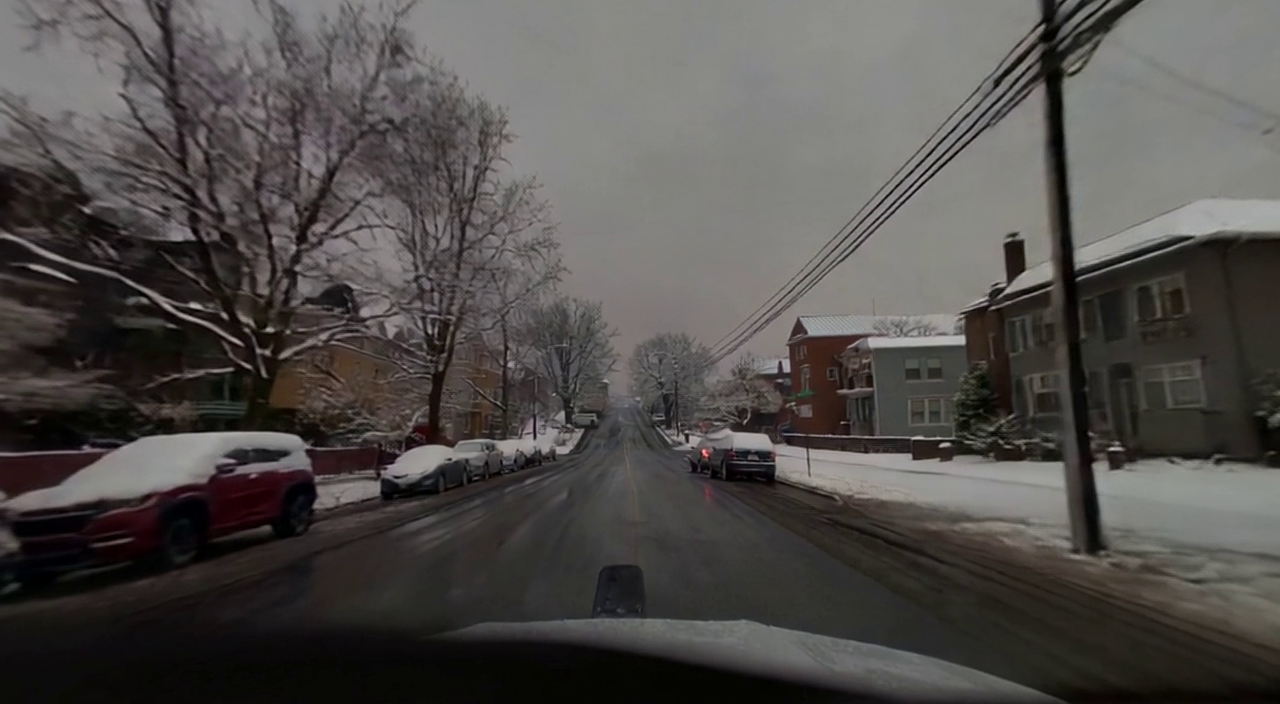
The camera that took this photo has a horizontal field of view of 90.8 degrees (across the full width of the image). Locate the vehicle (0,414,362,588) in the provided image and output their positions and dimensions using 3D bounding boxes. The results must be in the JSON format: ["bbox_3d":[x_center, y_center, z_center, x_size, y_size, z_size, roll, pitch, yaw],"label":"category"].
[{"bbox_3d":[-5.753,1.802,8.530,1.958,1.682,4.536,0,-8,-1],"label":"vehicle"}]

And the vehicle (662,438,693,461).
[{"bbox_3d":[2.795,7.396,48.102,1.966,1.620,4.187,0,-8,-3],"label":"vehicle"}]

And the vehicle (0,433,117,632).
[{"bbox_3d":[-5.784,1.180,3.510,1.998,1.485,4.476,0,-8,-2],"label":"vehicle"}]

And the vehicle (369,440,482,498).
[{"bbox_3d":[-6.073,3.341,18.442,2.003,1.489,4.051,0,-8,-2],"label":"vehicle"}]

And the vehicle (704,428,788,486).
[{"bbox_3d":[3.466,3.548,21.551,1.952,1.738,4.518,0,-8,-1],"label":"vehicle"}]
